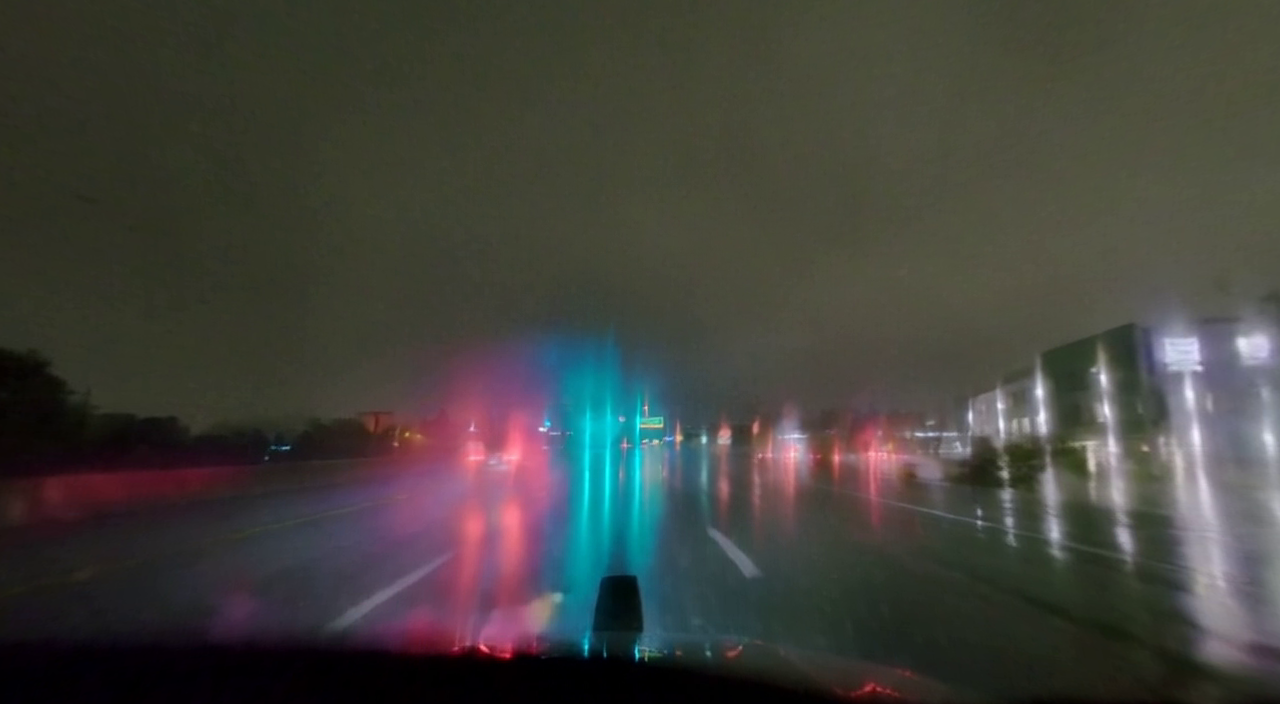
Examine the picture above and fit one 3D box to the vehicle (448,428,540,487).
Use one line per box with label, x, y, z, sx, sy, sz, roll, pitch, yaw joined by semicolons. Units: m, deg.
vehicle;-4.611;3.396;20.532;2.063;1.661;4.439;2;-8;-2
